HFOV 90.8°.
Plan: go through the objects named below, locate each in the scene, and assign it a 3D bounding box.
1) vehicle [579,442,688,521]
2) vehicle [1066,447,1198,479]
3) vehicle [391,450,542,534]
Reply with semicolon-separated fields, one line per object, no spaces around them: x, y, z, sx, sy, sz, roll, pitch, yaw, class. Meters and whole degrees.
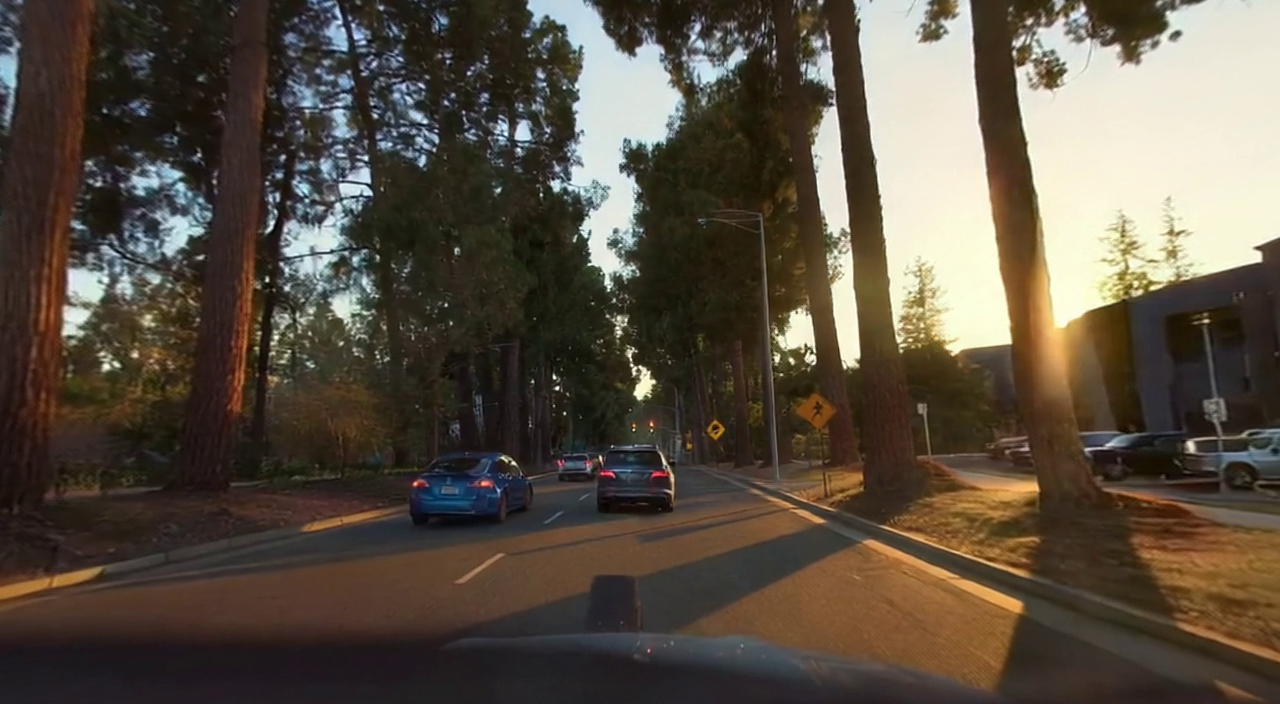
-0.132;2.953;14.954;2.229;1.591;3.897;0;-8;0;vehicle
27.701;6.213;35.675;5.955;1.702;2.166;1;-8;-7;vehicle
-3.466;2.860;13.594;1.922;1.464;4.424;0;-8;1;vehicle
